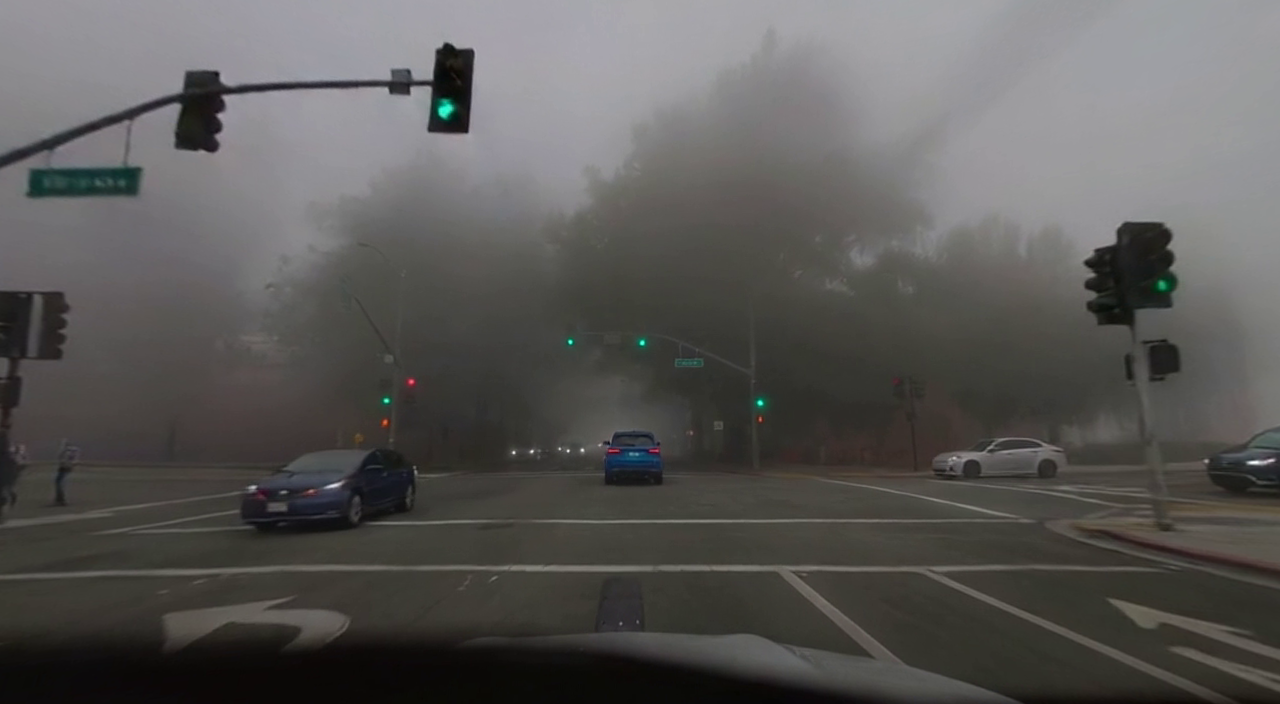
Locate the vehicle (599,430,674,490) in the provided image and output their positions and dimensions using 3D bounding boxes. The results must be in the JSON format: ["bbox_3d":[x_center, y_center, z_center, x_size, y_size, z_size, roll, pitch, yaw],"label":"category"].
[{"bbox_3d":[-0.130,3.487,20.688,2.183,1.765,4.059,0,-8,-1],"label":"vehicle"}]

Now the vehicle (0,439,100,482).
[{"bbox_3d":[-26.098,4.678,27.559,4.393,1.730,2.151,-4,-9,26],"label":"vehicle"}]

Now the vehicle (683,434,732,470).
[{"bbox_3d":[3.825,5.768,36.697,2.113,1.869,5.322,0,-8,-1],"label":"vehicle"}]

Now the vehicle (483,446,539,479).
[{"bbox_3d":[-6.310,5.419,31.352,1.874,1.480,4.148,0,-9,1],"label":"vehicle"}]

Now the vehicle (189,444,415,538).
[{"bbox_3d":[-6.252,2.573,12.448,1.934,1.476,4.457,0,-8,1],"label":"vehicle"}]
